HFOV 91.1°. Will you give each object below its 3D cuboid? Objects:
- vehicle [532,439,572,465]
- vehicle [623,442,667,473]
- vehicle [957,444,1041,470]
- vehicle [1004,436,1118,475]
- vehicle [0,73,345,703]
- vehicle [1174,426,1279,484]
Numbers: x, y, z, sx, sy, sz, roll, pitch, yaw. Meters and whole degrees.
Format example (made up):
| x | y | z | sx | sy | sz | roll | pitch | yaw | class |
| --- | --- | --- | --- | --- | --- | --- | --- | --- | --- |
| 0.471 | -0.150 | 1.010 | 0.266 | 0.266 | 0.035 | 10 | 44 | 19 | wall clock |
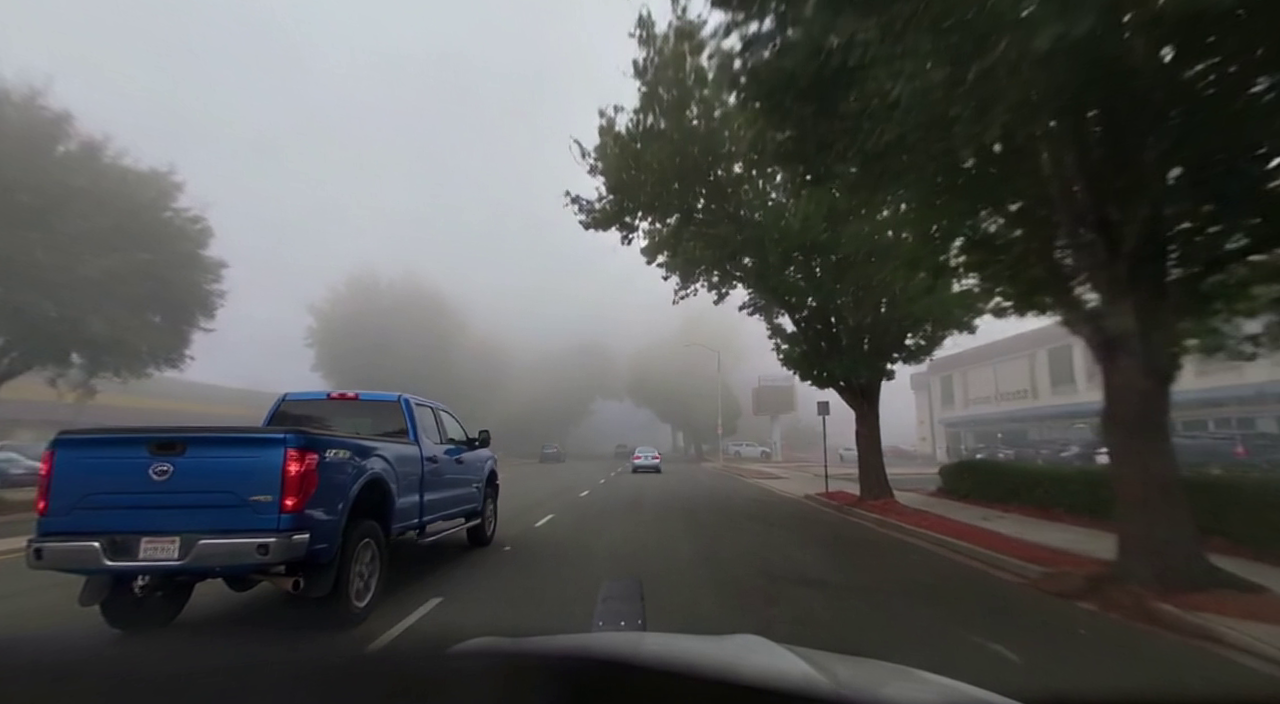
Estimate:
| x | y | z | sx | sy | sz | roll | pitch | yaw | class |
| --- | --- | --- | --- | --- | --- | --- | --- | --- | --- |
| -6.524 | 7.498 | 47.197 | 2.146 | 1.788 | 5.153 | 0 | -8 | 2 | vehicle |
| 0.294 | 5.624 | 33.884 | 2.191 | 1.530 | 4.470 | 0 | -8 | 1 | vehicle |
| 22.682 | 6.609 | 39.728 | 4.437 | 1.485 | 2.027 | -4 | -9 | 32 | vehicle |
| 20.913 | 5.141 | 31.424 | 4.501 | 1.780 | 2.082 | -5 | -9 | 30 | vehicle |
| -3.431 | 0.290 | 1.430 | 2.733 | 2.495 | 5.037 | 0 | -8 | 4 | vehicle |
| 21.915 | 3.555 | 21.757 | 4.957 | 1.882 | 2.031 | -6 | -10 | 38 | vehicle |
